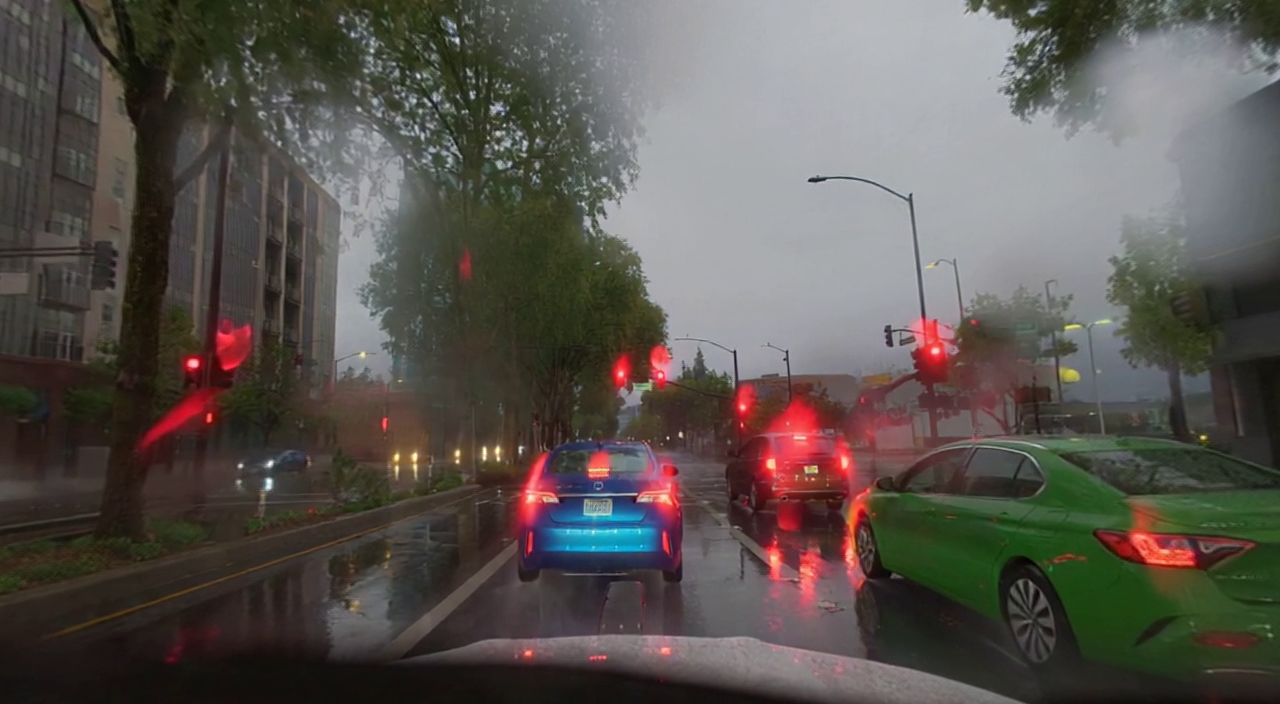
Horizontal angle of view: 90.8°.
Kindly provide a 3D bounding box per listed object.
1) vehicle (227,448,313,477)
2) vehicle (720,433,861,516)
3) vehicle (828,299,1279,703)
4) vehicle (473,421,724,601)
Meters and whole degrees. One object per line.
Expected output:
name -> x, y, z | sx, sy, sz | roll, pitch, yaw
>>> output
vehicle -> -21.597, 6.452, 37.172 | 2.091, 1.534, 4.846 | 0, -8, 0
vehicle -> 3.155, 2.666, 14.335 | 2.026, 1.549, 4.559 | 0, -8, -1
vehicle -> 3.585, 1.108, 5.053 | 2.572, 1.945, 5.065 | 0, -8, 0
vehicle -> -0.371, 1.651, 7.412 | 2.143, 1.520, 3.848 | 0, -8, -1
